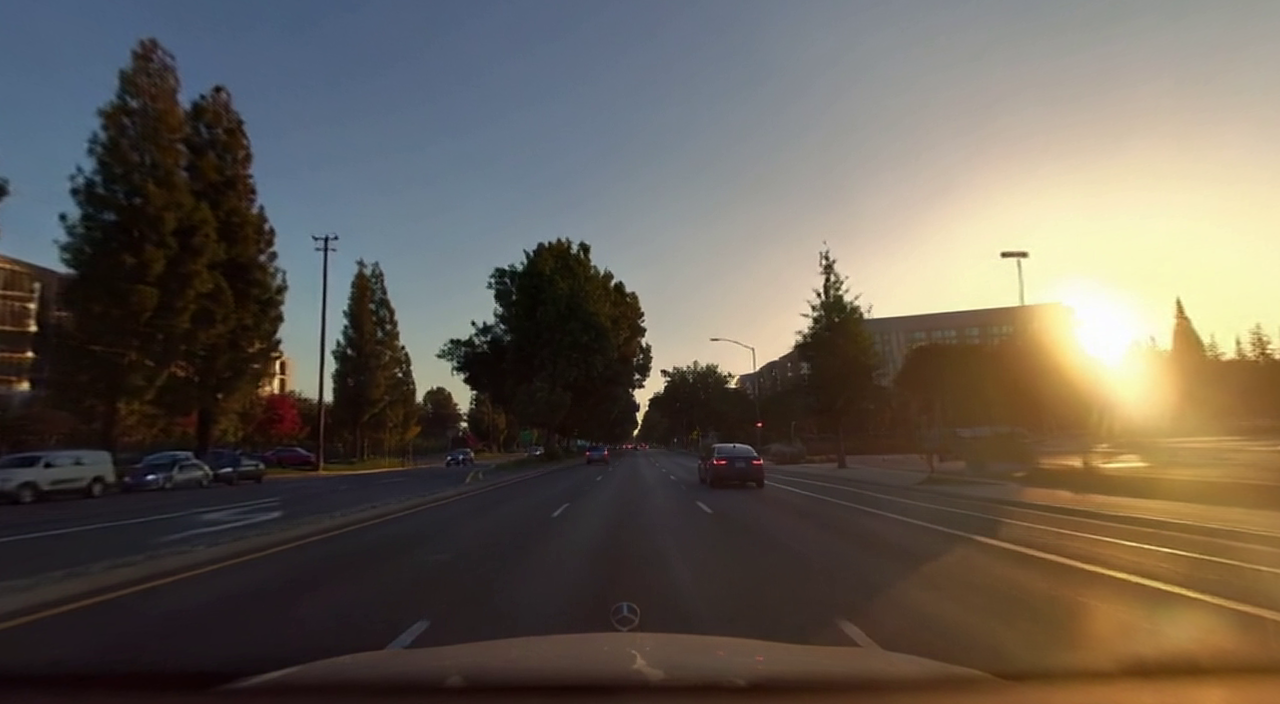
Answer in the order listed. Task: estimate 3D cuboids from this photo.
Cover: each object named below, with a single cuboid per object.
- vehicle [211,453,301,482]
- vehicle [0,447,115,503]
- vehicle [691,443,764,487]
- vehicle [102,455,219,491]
[{"bbox_3d":[-22.395,6.724,37.099,2.098,1.510,5.072,-1,-9,0],"label":"vehicle"},{"bbox_3d":[-22.347,4.418,23.141,2.139,1.833,4.686,0,-9,0],"label":"vehicle"},{"bbox_3d":[3.099,4.111,23.270,1.966,1.449,4.290,0,-9,-1],"label":"vehicle"},{"bbox_3d":[-22.388,5.637,29.788,1.865,1.507,4.631,-1,-9,0],"label":"vehicle"}]
